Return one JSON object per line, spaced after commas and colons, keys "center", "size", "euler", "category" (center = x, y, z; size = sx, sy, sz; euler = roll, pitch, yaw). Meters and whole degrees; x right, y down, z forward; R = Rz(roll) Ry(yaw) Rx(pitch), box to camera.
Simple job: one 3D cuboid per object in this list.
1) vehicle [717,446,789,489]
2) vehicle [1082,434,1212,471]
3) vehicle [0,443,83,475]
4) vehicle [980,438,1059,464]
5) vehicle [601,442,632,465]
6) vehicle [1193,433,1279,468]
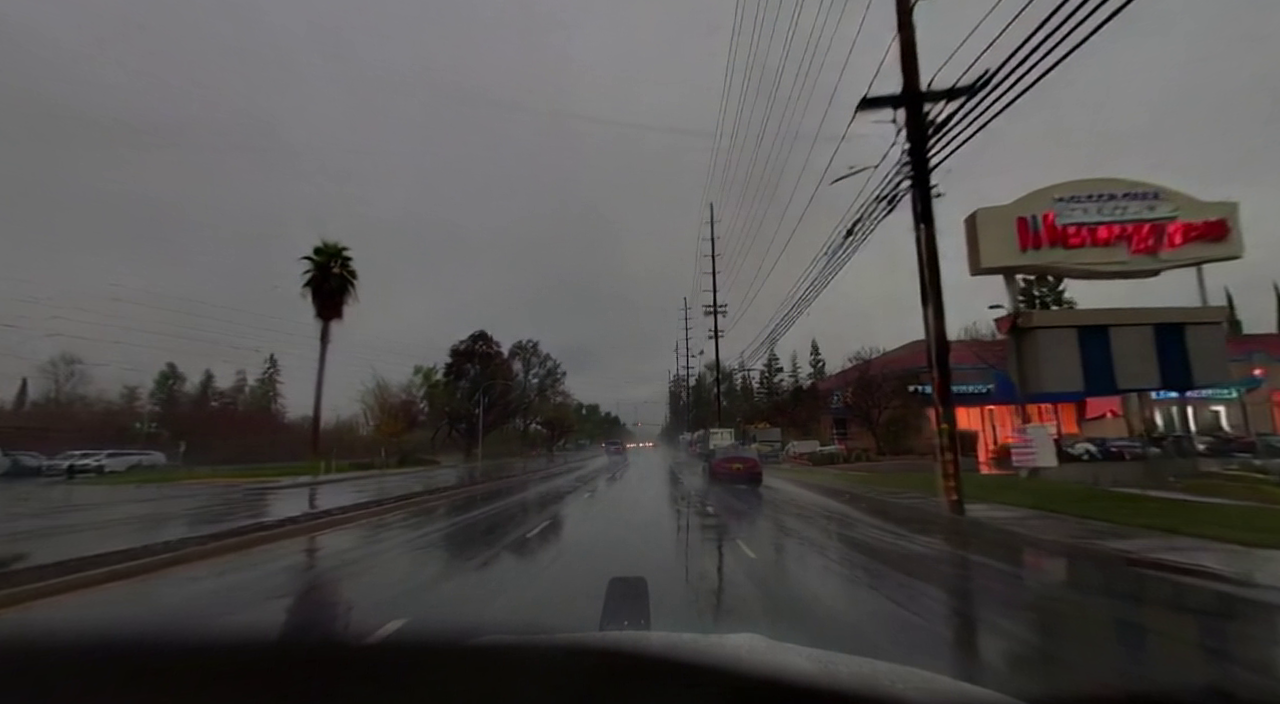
{"center": [4.099, 4.248, 23.558], "size": [1.978, 1.455, 4.195], "euler": [0, -9, 1], "category": "vehicle"}
{"center": [27.942, 5.525, 34.829], "size": [5.612, 1.850, 2.328], "euler": [1, -8, -10], "category": "vehicle"}
{"center": [-44.290, 7.680, 45.331], "size": [5.688, 2.167, 2.295], "euler": [4, -10, -27], "category": "vehicle"}
{"center": [26.522, 6.937, 44.098], "size": [4.327, 1.746, 2.119], "euler": [2, -9, -13], "category": "vehicle"}
{"center": [-1.734, 7.646, 47.675], "size": [2.047, 1.664, 4.148], "euler": [0, -9, 2], "category": "vehicle"}
{"center": [35.512, 5.687, 36.504], "size": [5.308, 1.961, 2.119], "euler": [1, -9, -9], "category": "vehicle"}
